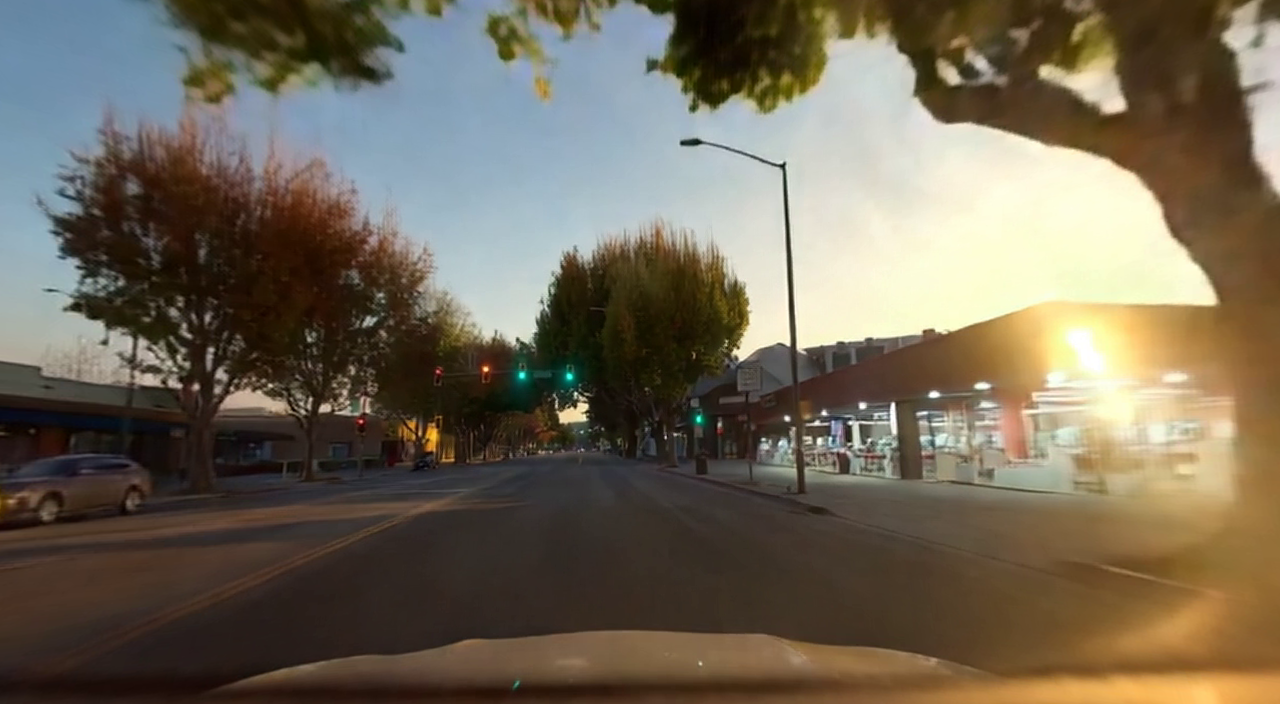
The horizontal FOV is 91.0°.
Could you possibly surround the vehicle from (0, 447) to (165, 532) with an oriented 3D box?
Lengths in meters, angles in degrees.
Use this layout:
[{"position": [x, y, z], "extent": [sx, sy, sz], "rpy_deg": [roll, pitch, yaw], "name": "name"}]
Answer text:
[{"position": [-14.223, 3.330, 15.450], "extent": [1.944, 1.742, 4.507], "rpy_deg": [-3, -10, -6], "name": "vehicle"}]
